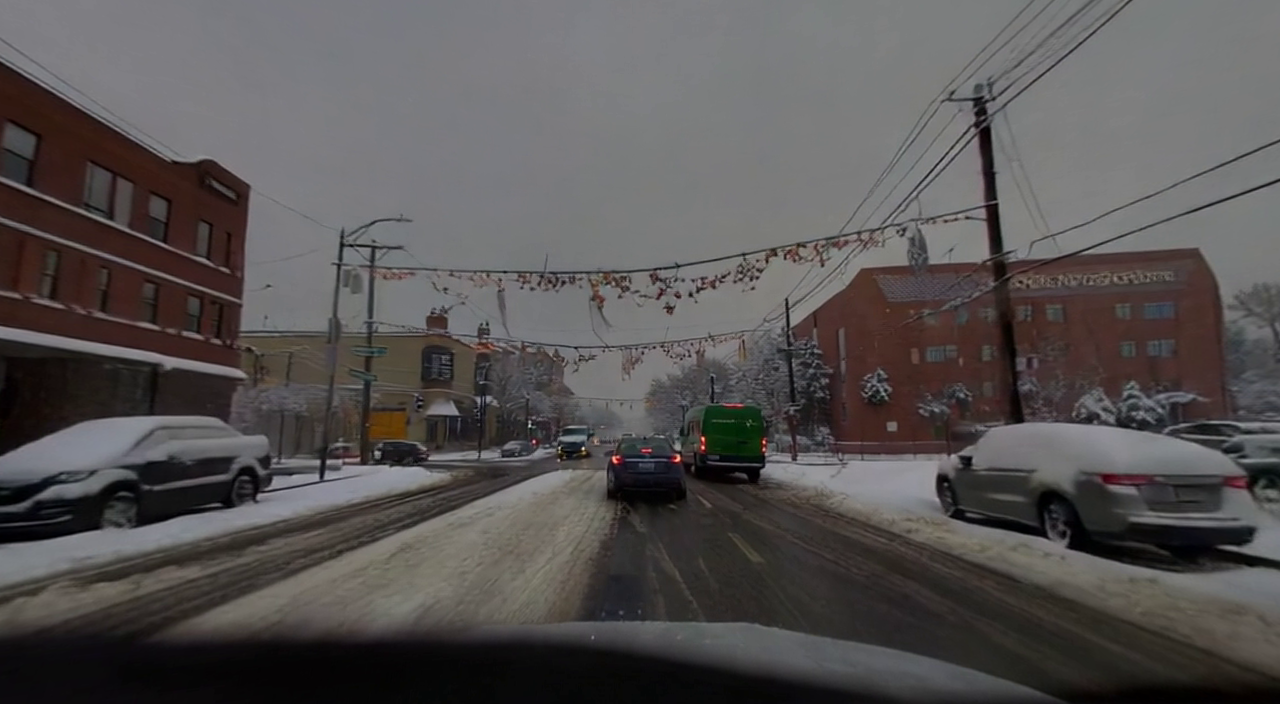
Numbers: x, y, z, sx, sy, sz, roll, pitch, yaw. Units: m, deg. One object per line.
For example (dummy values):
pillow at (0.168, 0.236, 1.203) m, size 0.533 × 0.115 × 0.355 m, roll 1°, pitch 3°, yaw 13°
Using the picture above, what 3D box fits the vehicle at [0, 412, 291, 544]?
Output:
vehicle at (-9.518, 2.265, 12.186) m, size 2.385 × 1.915 × 5.803 m, roll 0°, pitch -8°, yaw -2°

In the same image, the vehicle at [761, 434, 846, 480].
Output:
vehicle at (5.810, 3.784, 23.016) m, size 1.824 × 1.481 × 4.057 m, roll 0°, pitch -8°, yaw -3°

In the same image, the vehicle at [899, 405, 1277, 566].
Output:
vehicle at (6.048, 1.855, 9.625) m, size 2.079 × 1.788 × 4.974 m, roll 0°, pitch -8°, yaw 0°

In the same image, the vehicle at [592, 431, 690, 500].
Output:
vehicle at (-0.080, 2.776, 15.883) m, size 2.112 × 1.464 × 4.411 m, roll 0°, pitch -8°, yaw -2°

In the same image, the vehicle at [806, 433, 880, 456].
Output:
vehicle at (13.171, 6.042, 41.074) m, size 4.185 × 1.419 × 1.686 m, roll 1°, pitch -9°, yaw -5°

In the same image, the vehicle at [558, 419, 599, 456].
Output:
vehicle at (-4.322, 6.207, 45.720) m, size 2.422 × 2.461 × 6.043 m, roll 0°, pitch -8°, yaw -1°

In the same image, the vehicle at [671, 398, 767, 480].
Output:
vehicle at (2.664, 3.193, 23.118) m, size 2.649 × 2.583 × 5.800 m, roll 0°, pitch -8°, yaw -1°

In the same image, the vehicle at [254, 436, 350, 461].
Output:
vehicle at (-20.949, 6.018, 39.324) m, size 4.877 × 1.477 × 1.826 m, roll 0°, pitch -8°, yaw -2°

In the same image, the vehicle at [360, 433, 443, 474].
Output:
vehicle at (-9.973, 4.296, 26.799) m, size 1.962 × 1.529 × 4.109 m, roll 2°, pitch -9°, yaw -2°
